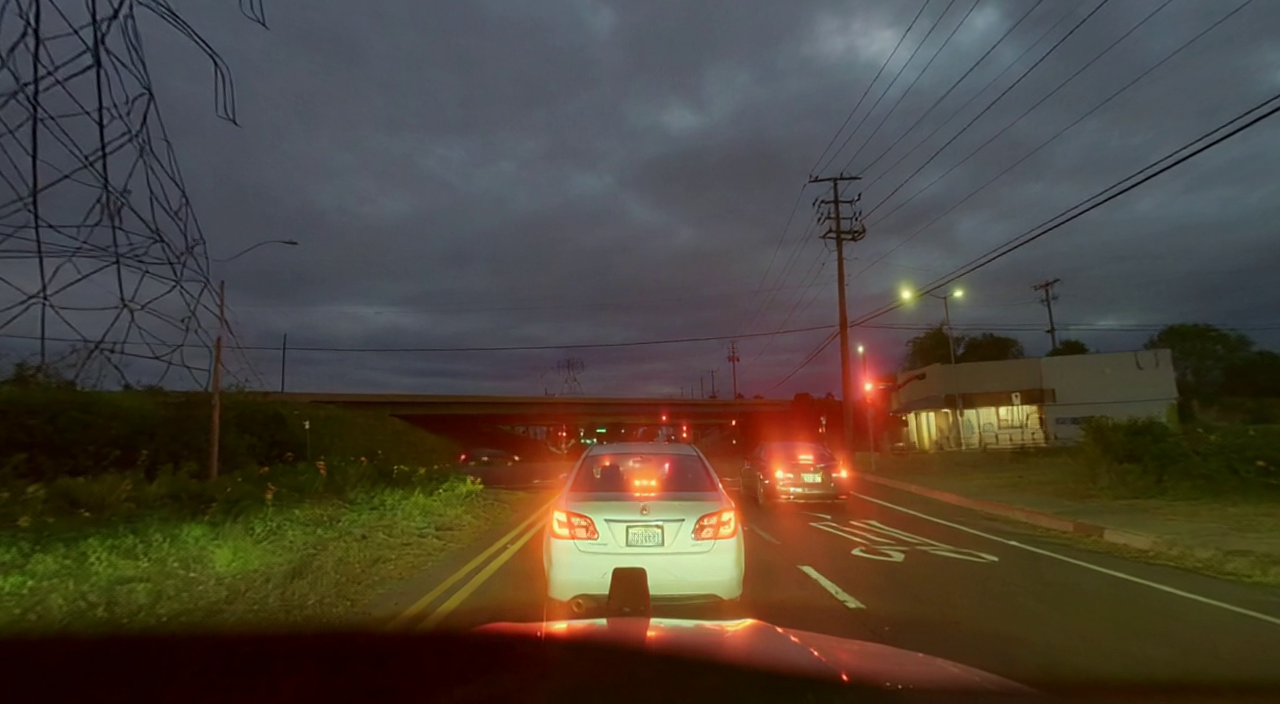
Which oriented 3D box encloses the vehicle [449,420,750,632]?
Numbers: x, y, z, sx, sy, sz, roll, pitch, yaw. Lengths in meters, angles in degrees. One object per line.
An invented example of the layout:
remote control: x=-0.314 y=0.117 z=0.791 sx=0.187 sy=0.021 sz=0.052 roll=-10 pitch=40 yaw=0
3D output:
vehicle: x=-0.245 y=1.520 z=6.465 sx=2.090 sy=1.458 sz=4.033 roll=-1 pitch=-9 yaw=1
